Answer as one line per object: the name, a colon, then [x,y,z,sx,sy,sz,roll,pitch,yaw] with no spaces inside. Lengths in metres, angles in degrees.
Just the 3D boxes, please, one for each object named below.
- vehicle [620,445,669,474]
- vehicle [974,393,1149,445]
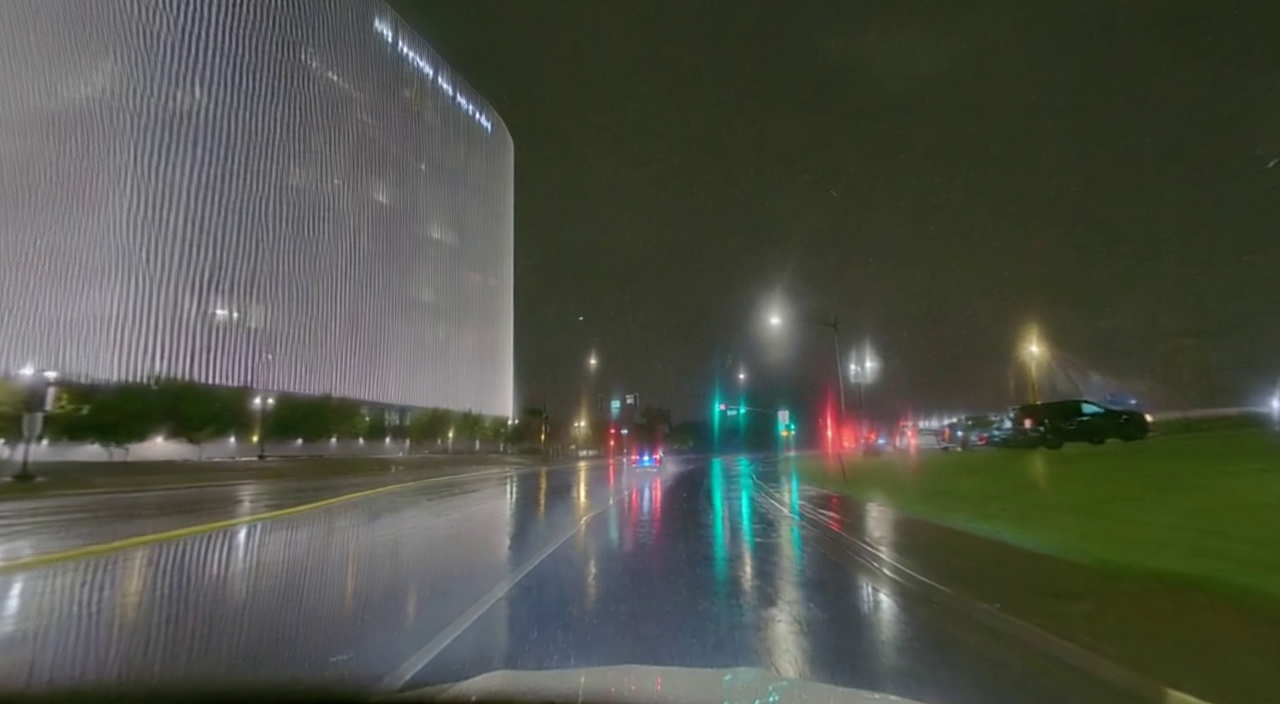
vehicle: [0.335,6.030,35.543,1.971,1.486,4.380,-2,-9,11]
vehicle: [14.653,2.402,22.139,4.586,1.716,1.992,-1,-9,5]
